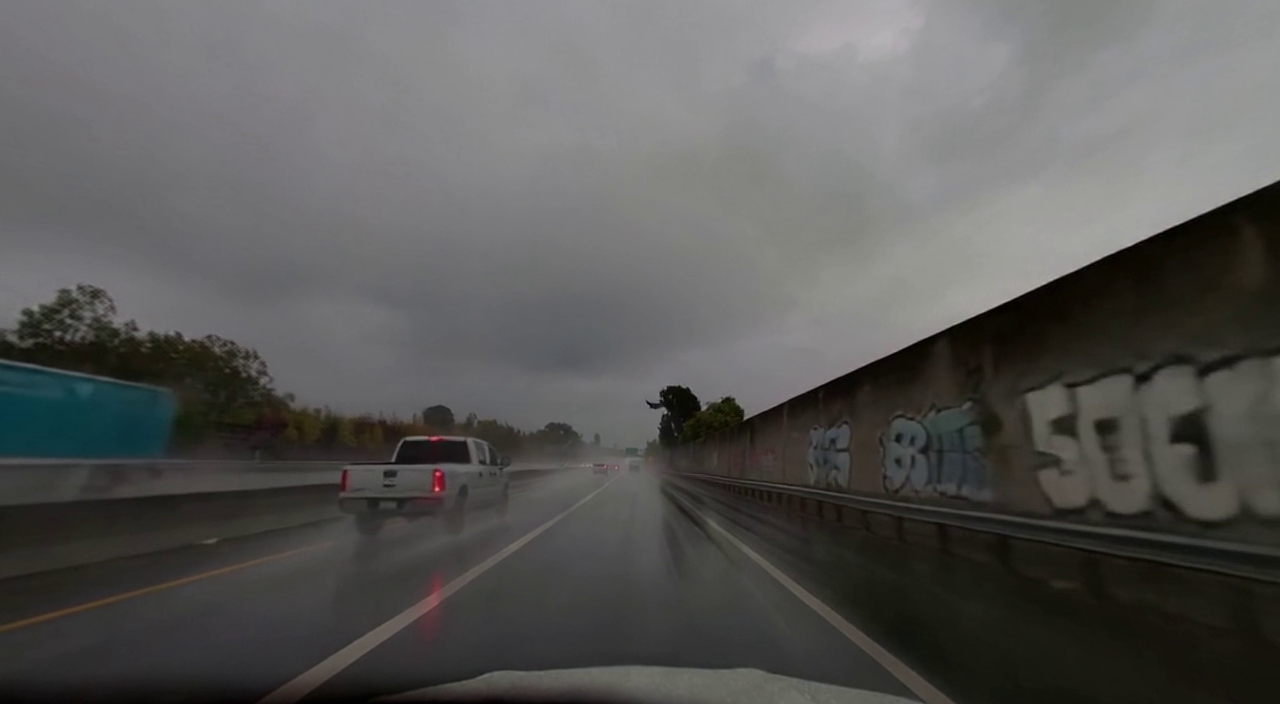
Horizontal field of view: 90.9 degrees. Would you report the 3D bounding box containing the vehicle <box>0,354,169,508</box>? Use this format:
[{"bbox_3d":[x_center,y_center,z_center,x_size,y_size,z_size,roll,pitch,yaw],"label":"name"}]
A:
[{"bbox_3d":[-17.634,1.844,15.194,2.927,3.827,12.466,1,-11,-1],"label":"vehicle"}]

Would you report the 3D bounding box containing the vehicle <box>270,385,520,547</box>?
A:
[{"bbox_3d":[-4.306,2.285,12.696,2.597,2.434,6.020,1,-10,0],"label":"vehicle"}]
